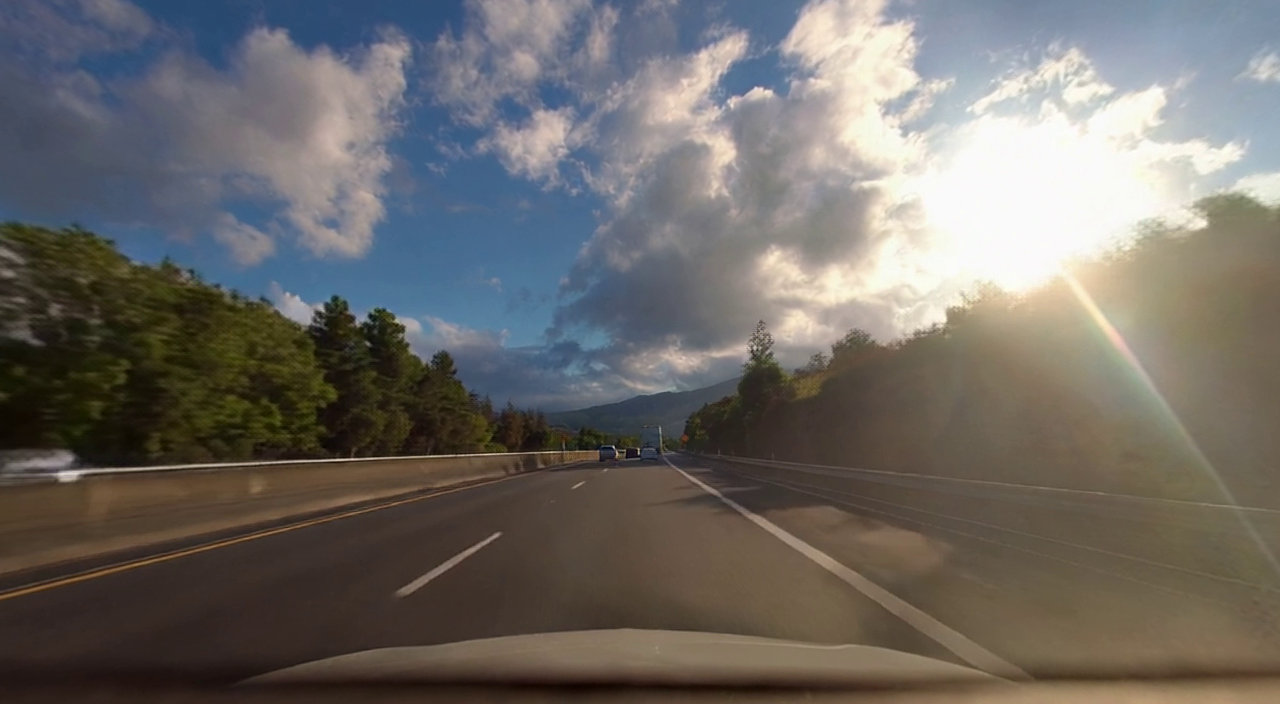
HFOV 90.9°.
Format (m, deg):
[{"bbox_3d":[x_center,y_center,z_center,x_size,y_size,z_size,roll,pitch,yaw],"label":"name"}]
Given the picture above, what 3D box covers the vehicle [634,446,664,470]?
[{"bbox_3d":[0.592,7.038,42.065,1.934,1.488,3.832,0,-9,1],"label":"vehicle"}]
